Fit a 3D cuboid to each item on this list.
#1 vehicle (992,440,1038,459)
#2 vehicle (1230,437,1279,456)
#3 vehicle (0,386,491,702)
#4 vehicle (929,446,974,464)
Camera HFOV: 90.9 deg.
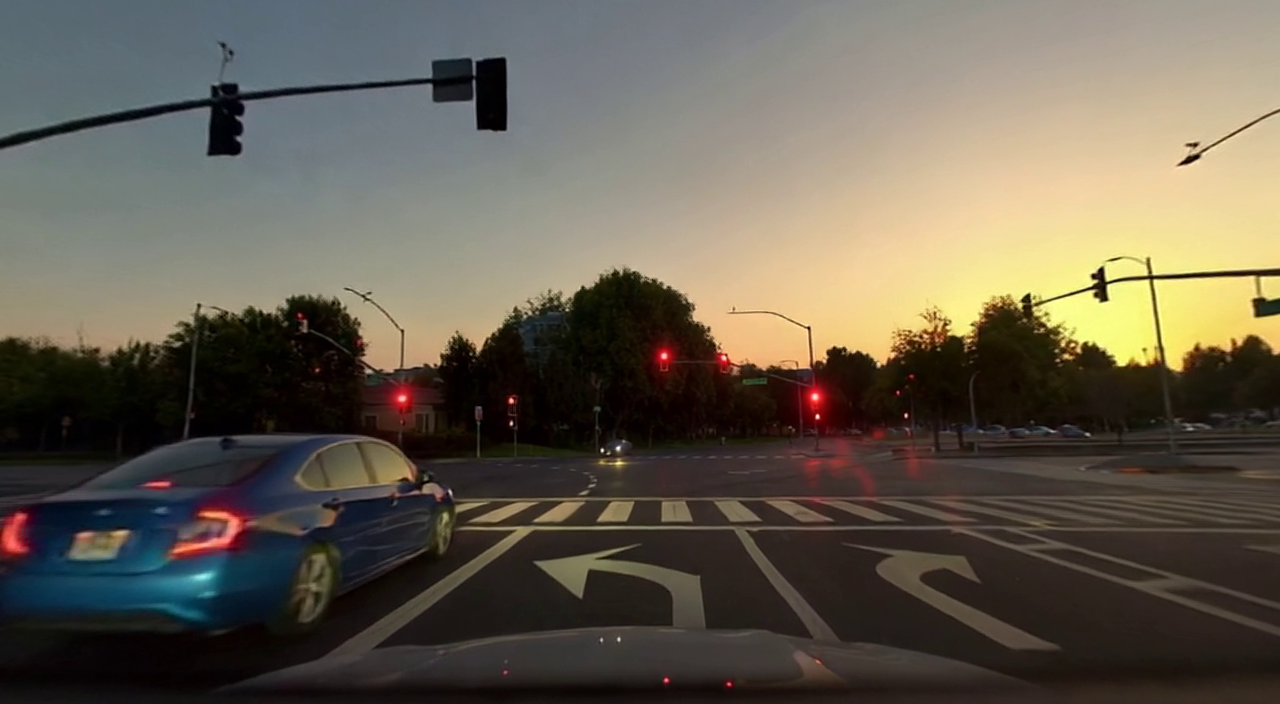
[{"bbox_3d":[29.715,7.753,49.999,1.662,1.440,3.583,-1,-8,6],"label":"vehicle"},{"bbox_3d":[48.120,7.330,48.840,1.574,1.369,3.611,-1,-7,6],"label":"vehicle"},{"bbox_3d":[-2.899,1.264,5.316,2.055,1.573,4.065,-1,-8,4],"label":"vehicle"},{"bbox_3d":[24.380,8.046,49.431,1.633,1.324,3.449,1,-8,-2],"label":"vehicle"}]
